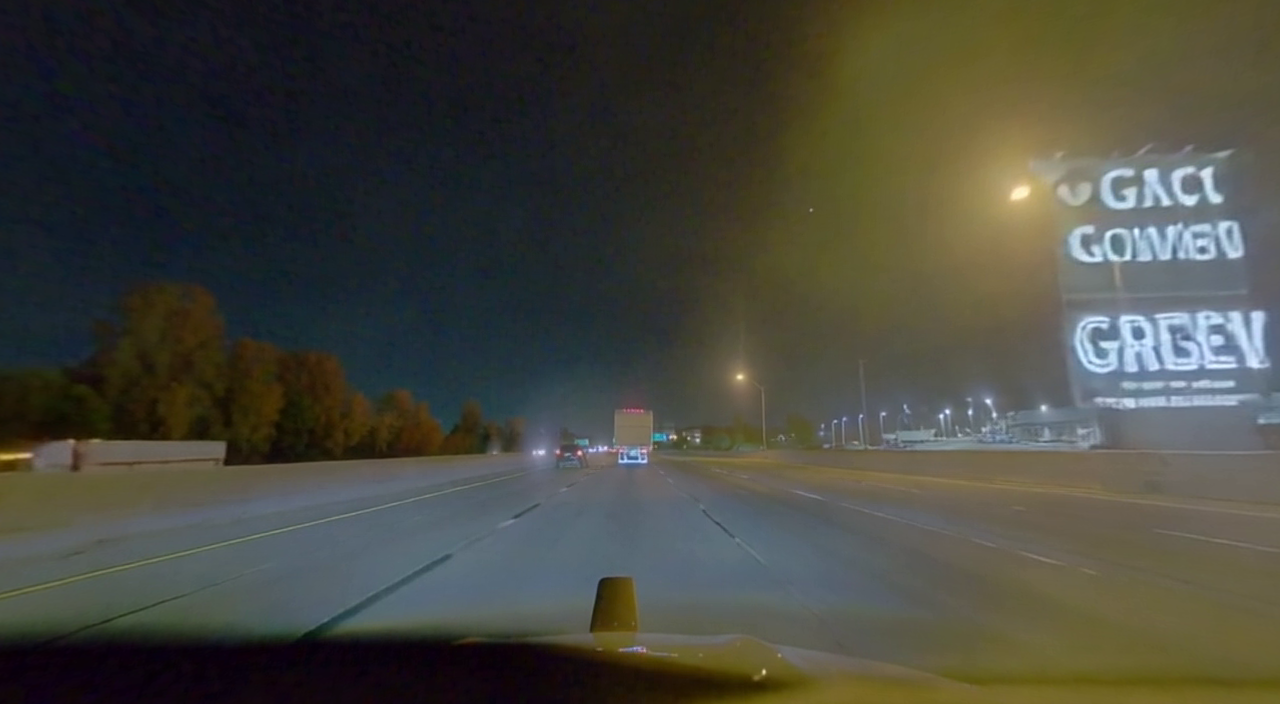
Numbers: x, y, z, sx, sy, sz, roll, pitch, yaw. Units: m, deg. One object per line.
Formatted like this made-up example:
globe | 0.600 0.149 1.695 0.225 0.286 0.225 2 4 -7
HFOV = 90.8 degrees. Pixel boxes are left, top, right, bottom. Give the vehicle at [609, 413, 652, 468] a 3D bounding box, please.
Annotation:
vehicle | -0.659 7.015 49.860 3.000 3.786 11.740 0 -9 0

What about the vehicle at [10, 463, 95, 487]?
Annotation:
vehicle | -42.899 8.984 46.265 1.755 1.534 4.544 0 -9 2

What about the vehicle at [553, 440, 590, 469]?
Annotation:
vehicle | -4.765 7.179 44.327 2.095 1.930 4.680 0 -9 0
